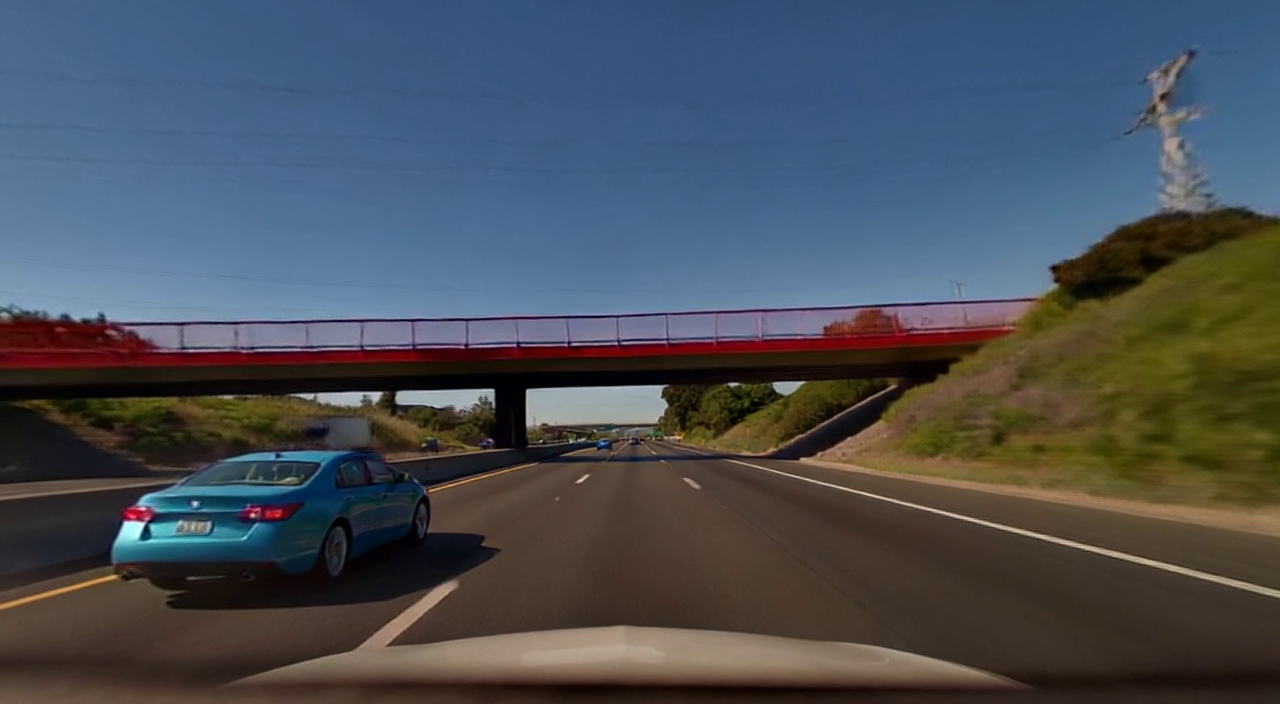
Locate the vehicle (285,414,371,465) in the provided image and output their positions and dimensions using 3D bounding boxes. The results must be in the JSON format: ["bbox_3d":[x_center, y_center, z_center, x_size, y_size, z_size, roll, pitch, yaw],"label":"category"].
[{"bbox_3d":[-19.269,5.458,39.388,2.295,2.956,5.852,0,-8,0],"label":"vehicle"}]
